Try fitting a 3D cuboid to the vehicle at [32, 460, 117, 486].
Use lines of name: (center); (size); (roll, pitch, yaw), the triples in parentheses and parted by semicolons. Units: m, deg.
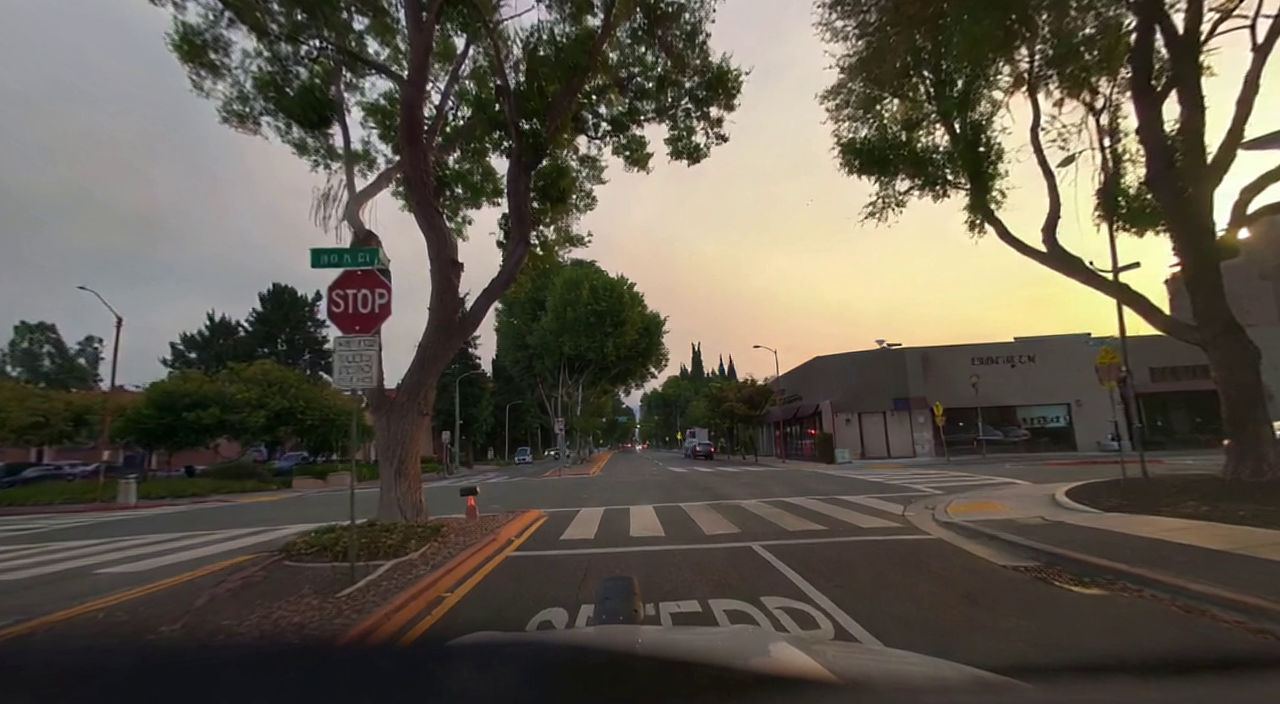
vehicle: (-37.108, 7.903, 41.619); (1.871, 1.523, 4.028); (0, -9, -1)
